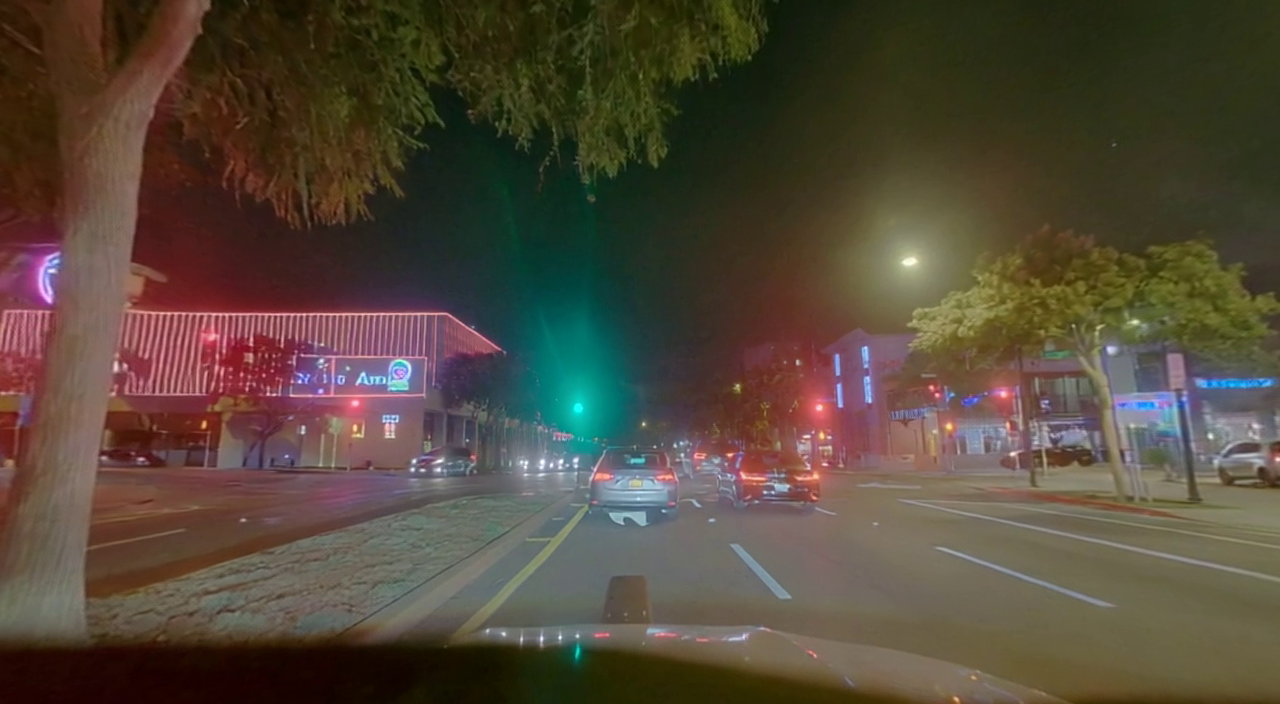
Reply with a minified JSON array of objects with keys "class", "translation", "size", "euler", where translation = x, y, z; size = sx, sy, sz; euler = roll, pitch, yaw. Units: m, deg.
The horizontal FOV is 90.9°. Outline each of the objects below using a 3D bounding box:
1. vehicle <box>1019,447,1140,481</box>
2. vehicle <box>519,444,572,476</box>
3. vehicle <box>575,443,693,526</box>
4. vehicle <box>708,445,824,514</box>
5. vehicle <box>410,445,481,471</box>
[{"class":"vehicle","translation":[22.360,5.699,32.192],"size":[4.610,1.622,1.934],"euler":[-1,-8,4]},{"class":"vehicle","translation":[-5.324,6.121,36.103],"size":[2.192,1.708,4.291],"euler":[-1,-8,2]},{"class":"vehicle","translation":[-0.135,2.681,13.373],"size":[2.087,1.456,4.143],"euler":[0,-8,-1]},{"class":"vehicle","translation":[2.935,3.058,15.664],"size":[1.893,1.446,4.270],"euler":[0,-8,-1]},{"class":"vehicle","translation":[-14.349,7.821,46.841],"size":[2.098,1.748,5.353],"euler":[-4,-9,22]}]
